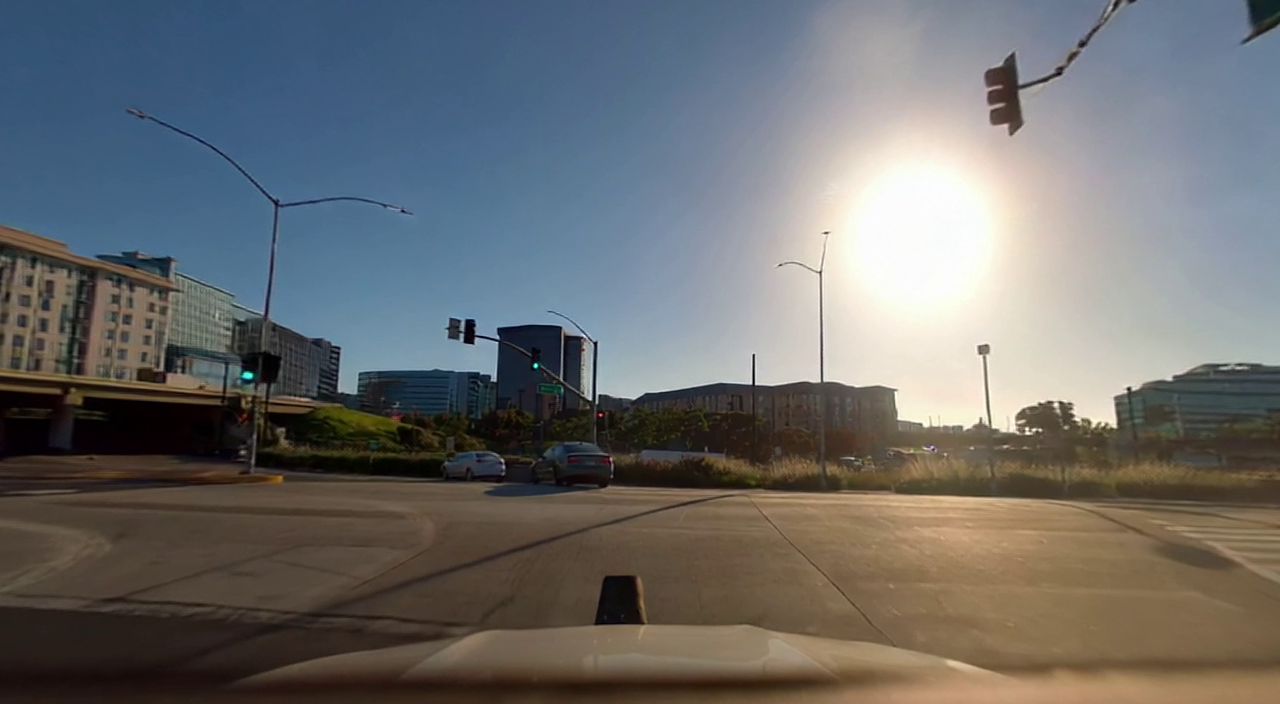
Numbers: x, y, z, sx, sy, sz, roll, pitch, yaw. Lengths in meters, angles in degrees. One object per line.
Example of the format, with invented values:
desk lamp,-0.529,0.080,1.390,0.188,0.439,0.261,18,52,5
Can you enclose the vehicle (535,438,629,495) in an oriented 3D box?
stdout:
vehicle,-1.878,3.436,19.335,2.048,1.516,3.874,3,-9,-18

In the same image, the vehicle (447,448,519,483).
vehicle,-7.984,5.692,31.916,2.007,1.605,3.852,7,-11,-39
